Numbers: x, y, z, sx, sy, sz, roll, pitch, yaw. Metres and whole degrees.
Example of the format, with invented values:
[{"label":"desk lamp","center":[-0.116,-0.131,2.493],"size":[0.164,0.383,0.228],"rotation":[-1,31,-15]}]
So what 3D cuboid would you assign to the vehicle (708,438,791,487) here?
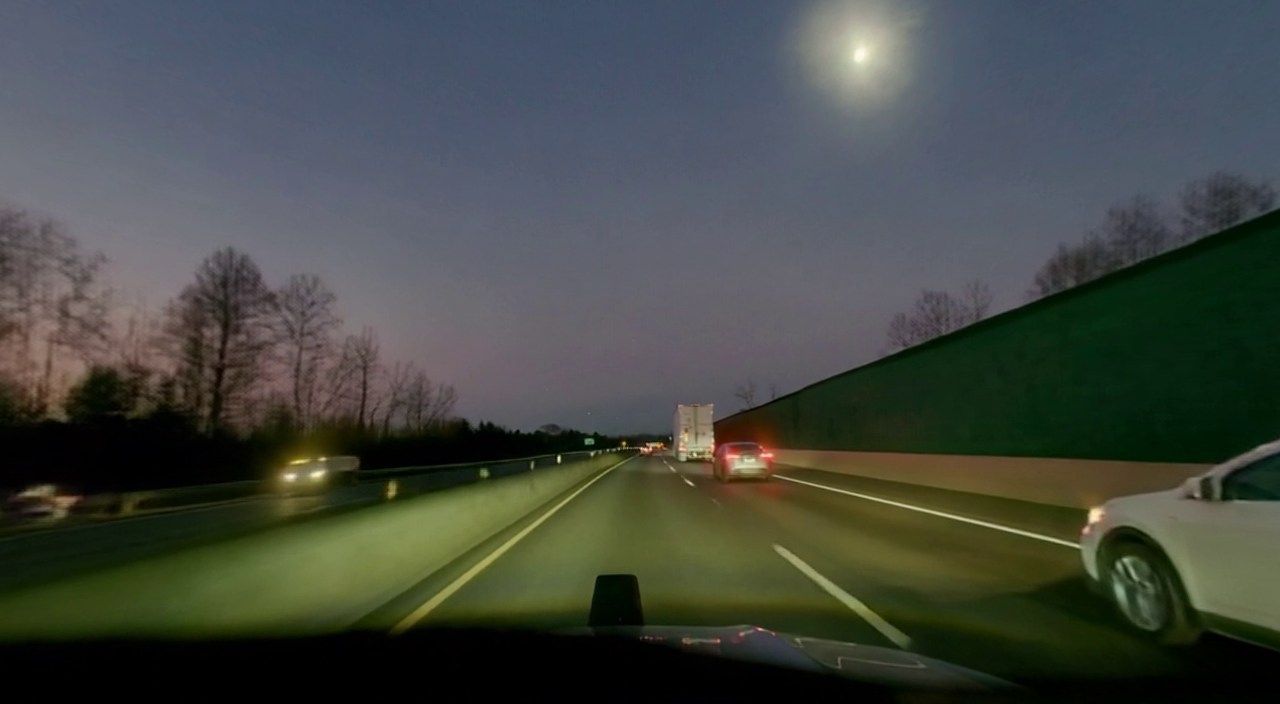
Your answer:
[{"label":"vehicle","center":[3.649,3.762,21.851],"size":[2.000,1.473,4.440],"rotation":[0,-8,-2]}]

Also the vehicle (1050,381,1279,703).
[{"label":"vehicle","center":[3.984,0.849,2.477],"size":[1.940,1.539,4.005],"rotation":[0,-8,-2]}]
